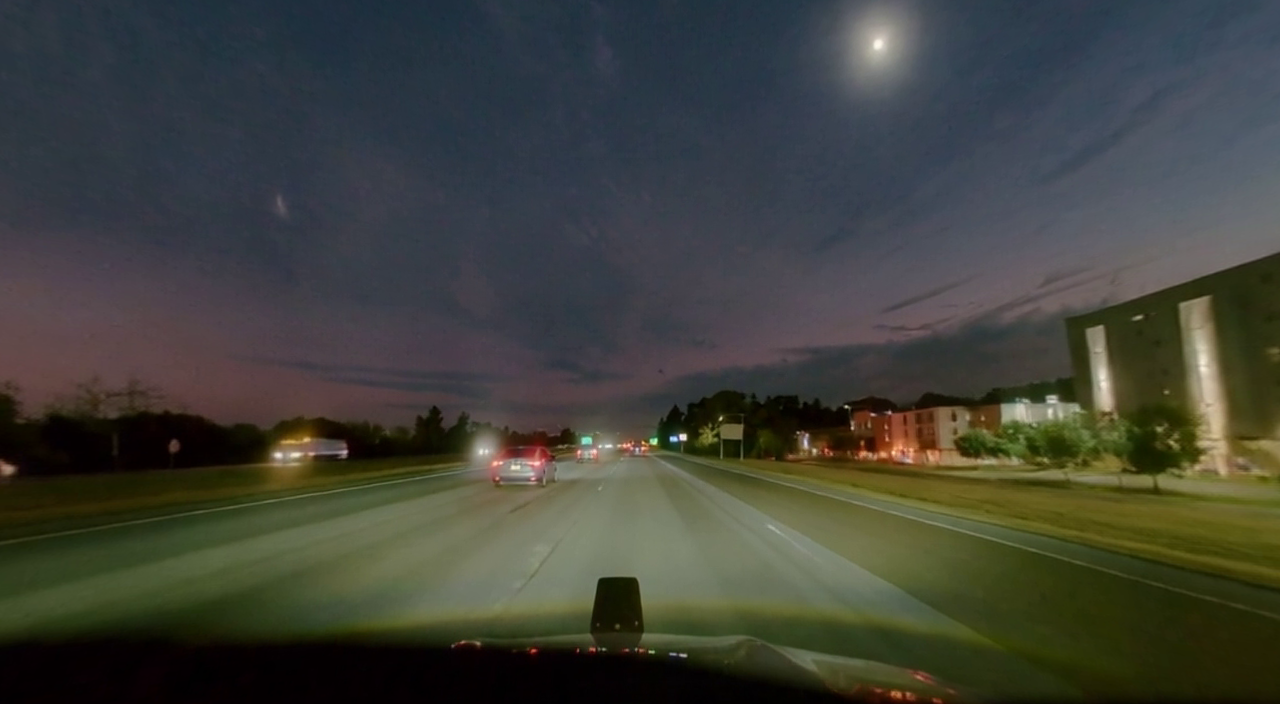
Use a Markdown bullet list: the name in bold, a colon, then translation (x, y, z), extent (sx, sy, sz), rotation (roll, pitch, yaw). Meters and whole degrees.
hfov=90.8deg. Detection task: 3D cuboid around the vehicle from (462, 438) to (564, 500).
- **vehicle**: translation (-3.322, 3.138, 17.372), extent (1.920, 1.463, 4.134), rotation (0, -8, 0)
